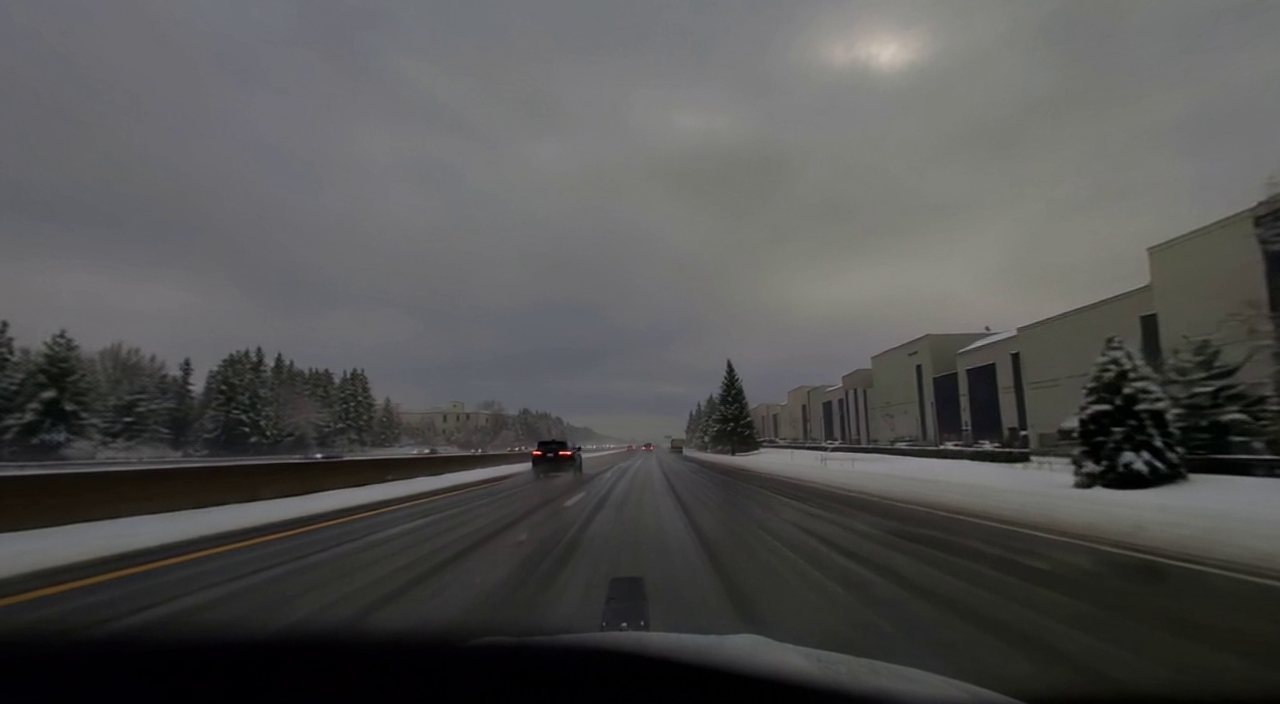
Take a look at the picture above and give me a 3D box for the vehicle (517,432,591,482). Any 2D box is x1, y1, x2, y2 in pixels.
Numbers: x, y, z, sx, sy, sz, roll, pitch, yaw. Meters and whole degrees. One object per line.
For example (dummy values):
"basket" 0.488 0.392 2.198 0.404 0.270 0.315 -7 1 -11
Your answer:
"vehicle" -3.389 4.269 25.865 2.218 1.850 4.774 0 -9 2
